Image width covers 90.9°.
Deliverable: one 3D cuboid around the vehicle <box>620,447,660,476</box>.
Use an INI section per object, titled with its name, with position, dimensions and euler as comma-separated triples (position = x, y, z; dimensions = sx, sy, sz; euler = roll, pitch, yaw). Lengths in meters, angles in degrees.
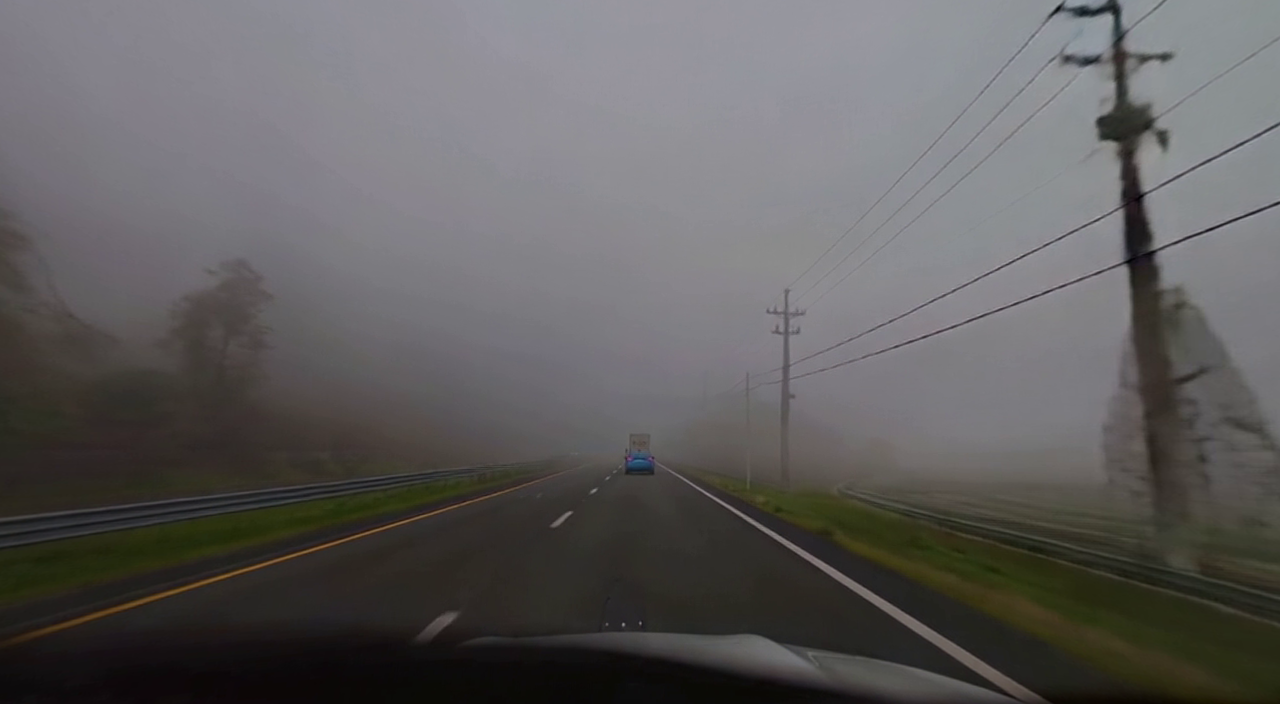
[vehicle]
position = -0.056, 6.029, 34.976
dimensions = 2.080, 1.486, 3.813
euler = 0, -9, -1
